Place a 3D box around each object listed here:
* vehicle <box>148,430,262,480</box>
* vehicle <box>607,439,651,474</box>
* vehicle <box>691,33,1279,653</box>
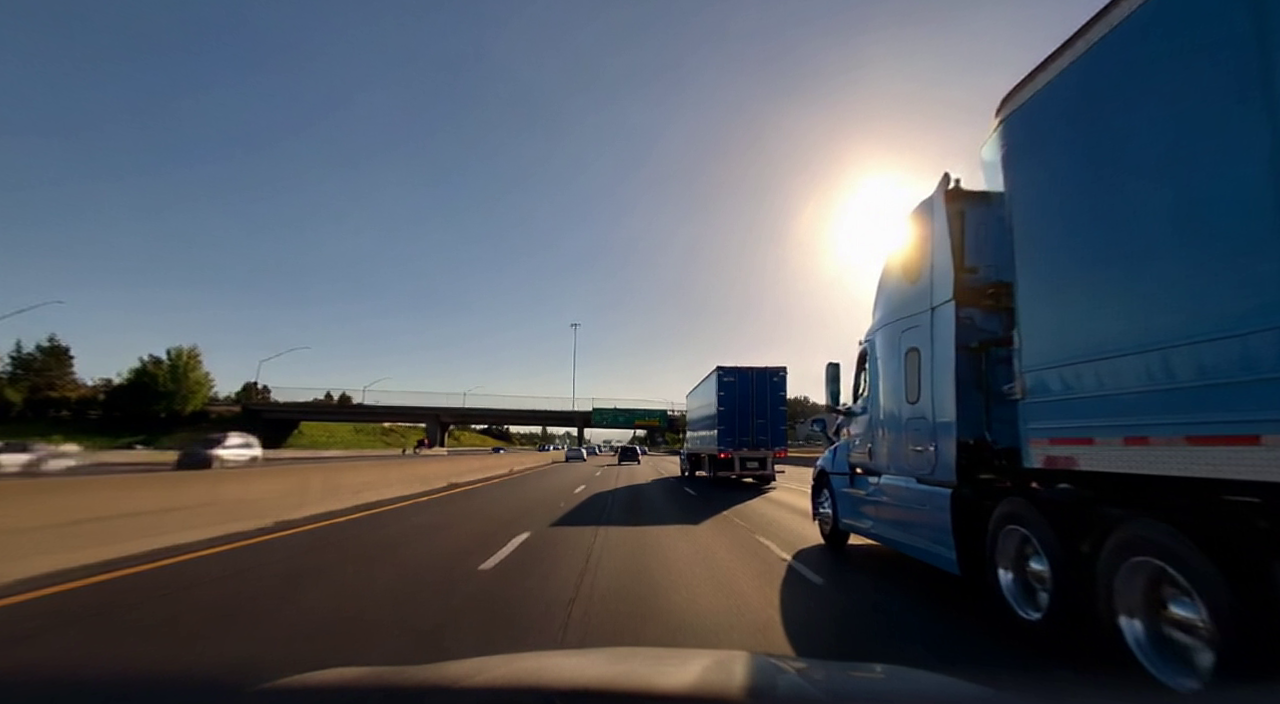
[{"bbox_3d":[-20.604,4.914,30.262,2.051,2.191,4.865,0,-9,-2],"label":"vehicle"},{"bbox_3d":[-0.606,5.475,33.143,2.191,1.685,4.015,0,-9,-2],"label":"vehicle"},{"bbox_3d":[3.279,1.015,12.051,2.996,4.123,15.965,0,-9,-1],"label":"vehicle"}]
